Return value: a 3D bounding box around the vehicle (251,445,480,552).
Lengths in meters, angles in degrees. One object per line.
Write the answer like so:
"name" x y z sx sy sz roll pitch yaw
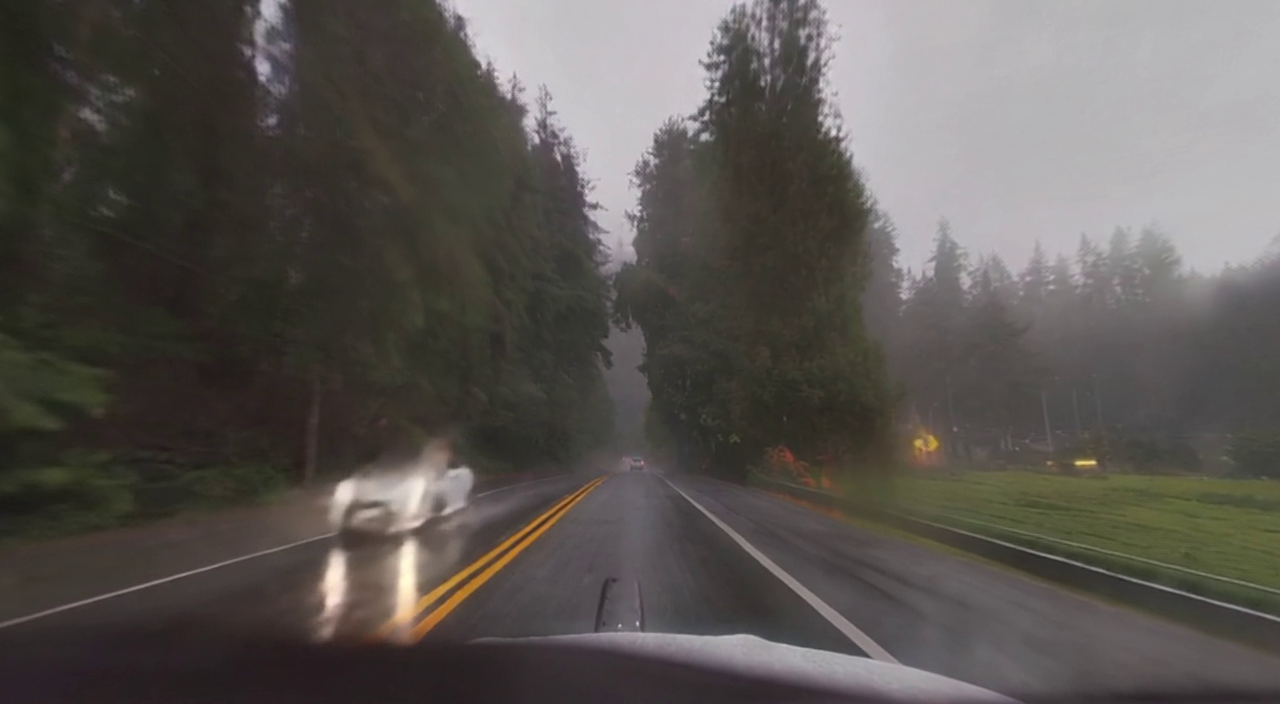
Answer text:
"vehicle" -4.521 2.439 11.346 2.080 1.512 4.450 0 -8 0
